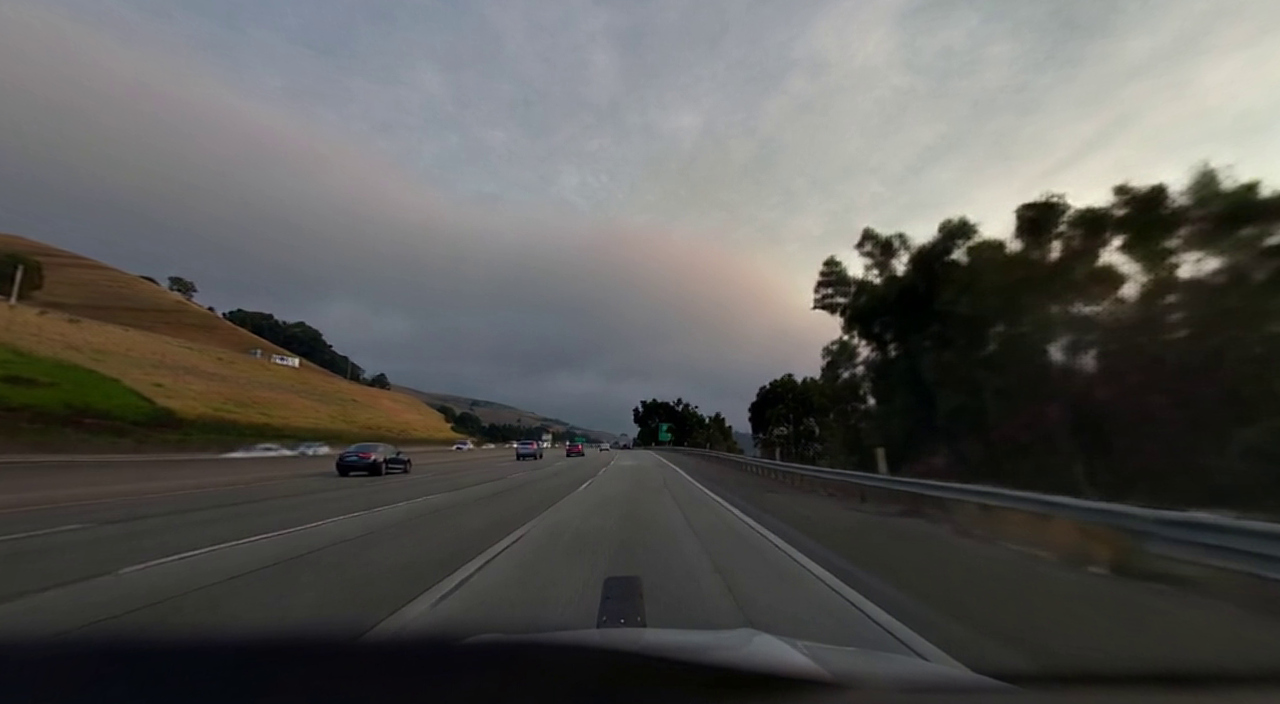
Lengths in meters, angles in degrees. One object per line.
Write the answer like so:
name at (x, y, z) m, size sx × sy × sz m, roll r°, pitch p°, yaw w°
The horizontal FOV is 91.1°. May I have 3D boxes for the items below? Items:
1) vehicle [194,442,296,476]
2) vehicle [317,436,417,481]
vehicle at (-18.467, 4.983, 29.616) m, size 1.847 × 1.474 × 4.504 m, roll 0°, pitch -8°, yaw 1°
vehicle at (-10.896, 4.252, 25.446) m, size 2.001 × 1.625 × 4.528 m, roll 0°, pitch -8°, yaw 0°
